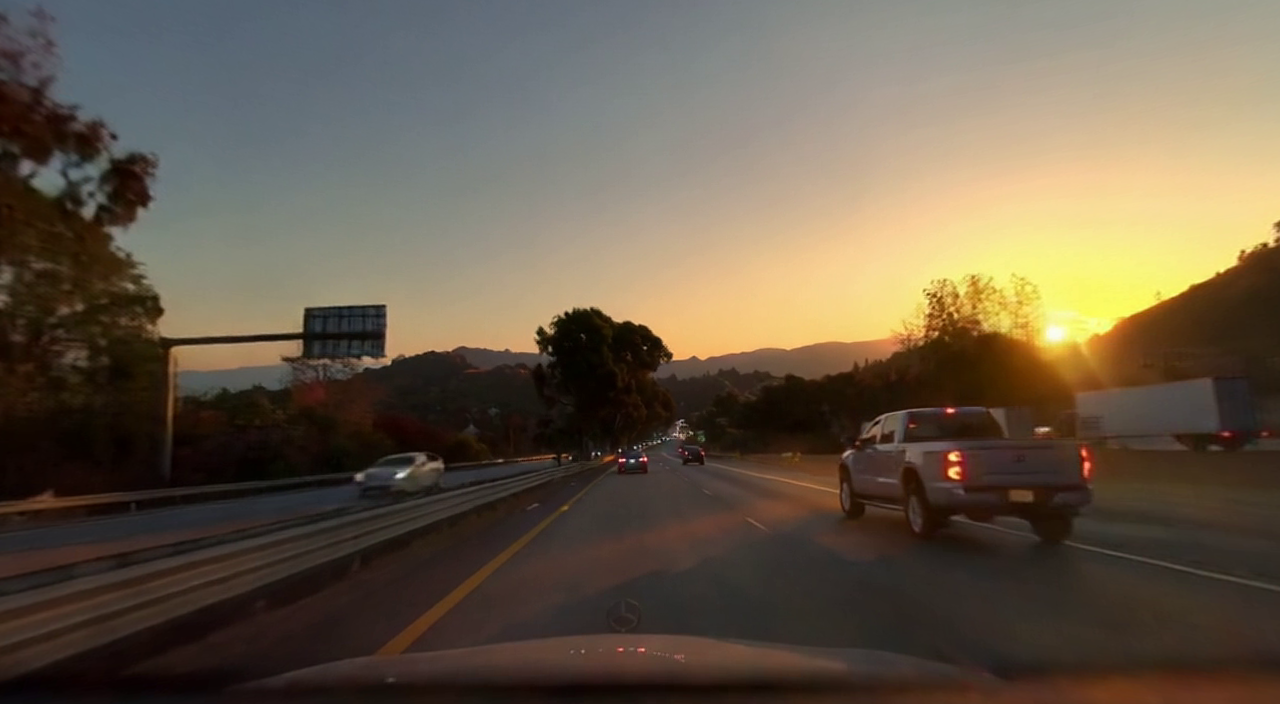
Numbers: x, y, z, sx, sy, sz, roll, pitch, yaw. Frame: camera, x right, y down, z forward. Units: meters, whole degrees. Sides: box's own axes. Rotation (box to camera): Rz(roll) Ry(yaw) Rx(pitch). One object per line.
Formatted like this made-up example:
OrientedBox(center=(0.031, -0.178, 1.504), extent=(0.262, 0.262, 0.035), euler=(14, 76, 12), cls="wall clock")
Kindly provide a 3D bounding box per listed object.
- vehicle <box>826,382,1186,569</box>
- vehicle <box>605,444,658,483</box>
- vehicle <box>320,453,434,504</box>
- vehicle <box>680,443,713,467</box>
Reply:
OrientedBox(center=(4.588, 1.674, 9.090), extent=(2.261, 1.952, 4.784), euler=(0, -9, 0), cls="vehicle")
OrientedBox(center=(-0.325, 4.624, 26.174), extent=(2.029, 1.483, 3.769), euler=(0, -9, 0), cls="vehicle")
OrientedBox(center=(-8.891, 4.294, 21.730), extent=(1.912, 1.532, 4.610), euler=(-1, -9, 1), cls="vehicle")
OrientedBox(center=(4.043, 7.452, 45.367), extent=(1.936, 1.589, 3.915), euler=(0, -9, 0), cls="vehicle")
